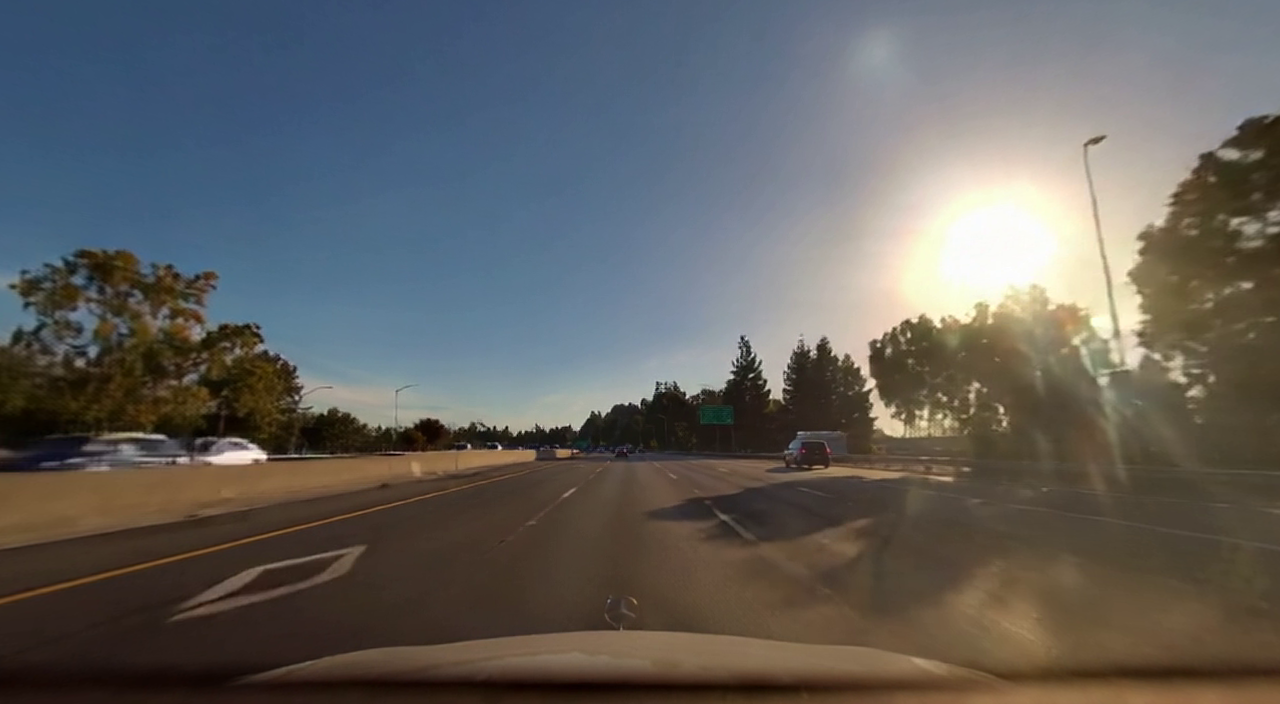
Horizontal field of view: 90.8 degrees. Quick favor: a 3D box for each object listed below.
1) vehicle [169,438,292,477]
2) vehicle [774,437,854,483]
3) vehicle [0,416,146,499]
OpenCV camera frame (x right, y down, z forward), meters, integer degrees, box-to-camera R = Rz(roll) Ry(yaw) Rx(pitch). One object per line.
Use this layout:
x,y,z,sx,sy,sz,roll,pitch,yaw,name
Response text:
-17.592,4.556,27.513,2.112,1.539,4.862,0,-9,0,vehicle
7.031,4.413,25.966,2.081,1.705,3.926,0,-9,-1,vehicle
-13.736,2.300,13.806,2.134,1.624,4.589,0,-9,0,vehicle
